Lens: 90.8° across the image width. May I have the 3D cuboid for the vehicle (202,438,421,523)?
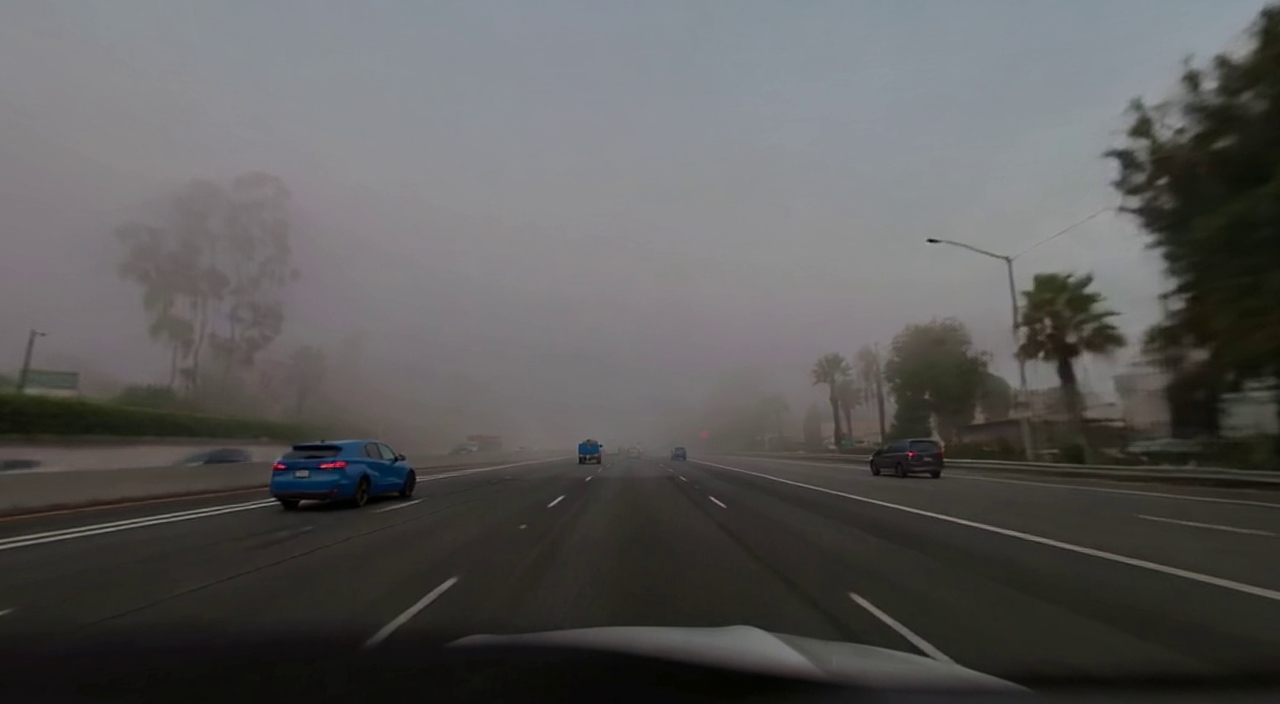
[{"bbox_3d":[-6.650,2.651,13.647,2.018,1.480,4.999,0,-9,0],"label":"vehicle"}]

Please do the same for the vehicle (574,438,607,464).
[{"bbox_3d":[-3.797,7.752,49.465,2.225,1.967,4.673,0,-9,-1],"label":"vehicle"}]

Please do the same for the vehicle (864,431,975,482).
[{"bbox_3d":[10.783,4.093,24.845,2.168,1.792,4.457,0,-9,-2],"label":"vehicle"}]
